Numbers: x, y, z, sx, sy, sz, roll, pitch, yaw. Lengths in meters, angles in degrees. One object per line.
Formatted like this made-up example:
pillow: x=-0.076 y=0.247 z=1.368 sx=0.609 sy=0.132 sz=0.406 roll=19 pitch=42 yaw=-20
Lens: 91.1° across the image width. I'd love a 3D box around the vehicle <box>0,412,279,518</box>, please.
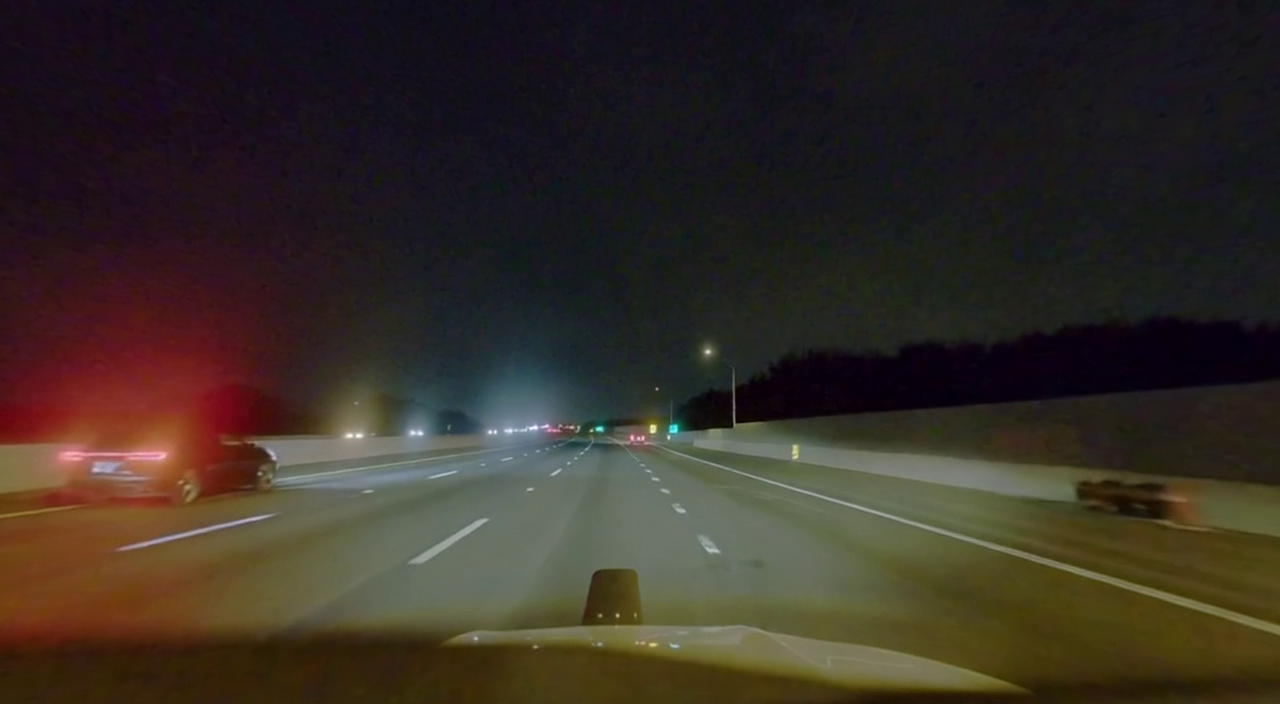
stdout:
vehicle: x=-8.997 y=1.992 z=11.689 sx=1.828 sy=1.549 sz=4.846 roll=0 pitch=-8 yaw=-2
